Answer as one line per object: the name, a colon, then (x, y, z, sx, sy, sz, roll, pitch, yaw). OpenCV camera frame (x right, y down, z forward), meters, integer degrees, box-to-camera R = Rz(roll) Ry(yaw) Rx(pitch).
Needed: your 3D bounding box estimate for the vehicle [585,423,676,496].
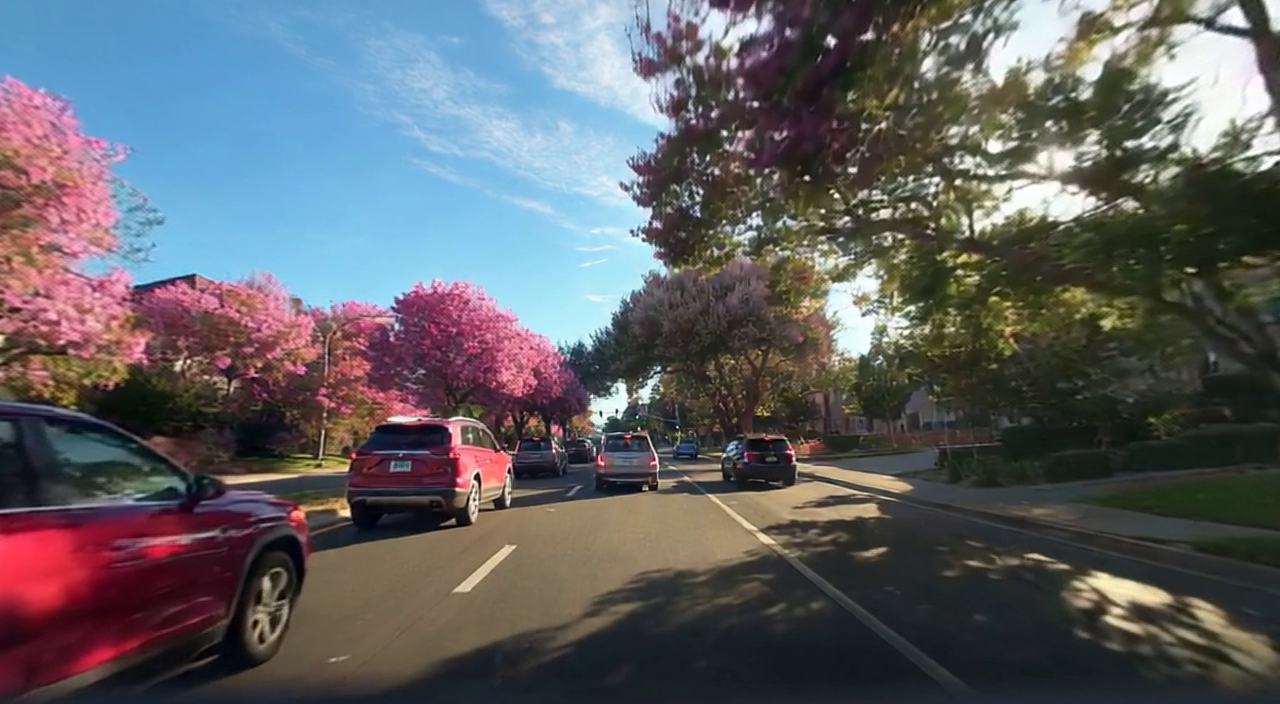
vehicle: (-0.245, 2.815, 16.863, 2.112, 1.693, 4.058, 0, -8, -1)

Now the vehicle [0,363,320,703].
vehicle: (-3.106, 0.800, 1.825, 2.074, 1.566, 4.392, 0, -8, 0)

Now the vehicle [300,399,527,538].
vehicle: (-3.626, 1.990, 11.379, 2.304, 1.928, 4.833, 0, -8, 0)

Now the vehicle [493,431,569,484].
vehicle: (-3.708, 3.664, 22.263, 1.948, 1.668, 4.279, 0, -8, 0)

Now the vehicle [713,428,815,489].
vehicle: (3.764, 3.333, 20.114, 2.188, 1.685, 4.604, 0, -8, -2)
